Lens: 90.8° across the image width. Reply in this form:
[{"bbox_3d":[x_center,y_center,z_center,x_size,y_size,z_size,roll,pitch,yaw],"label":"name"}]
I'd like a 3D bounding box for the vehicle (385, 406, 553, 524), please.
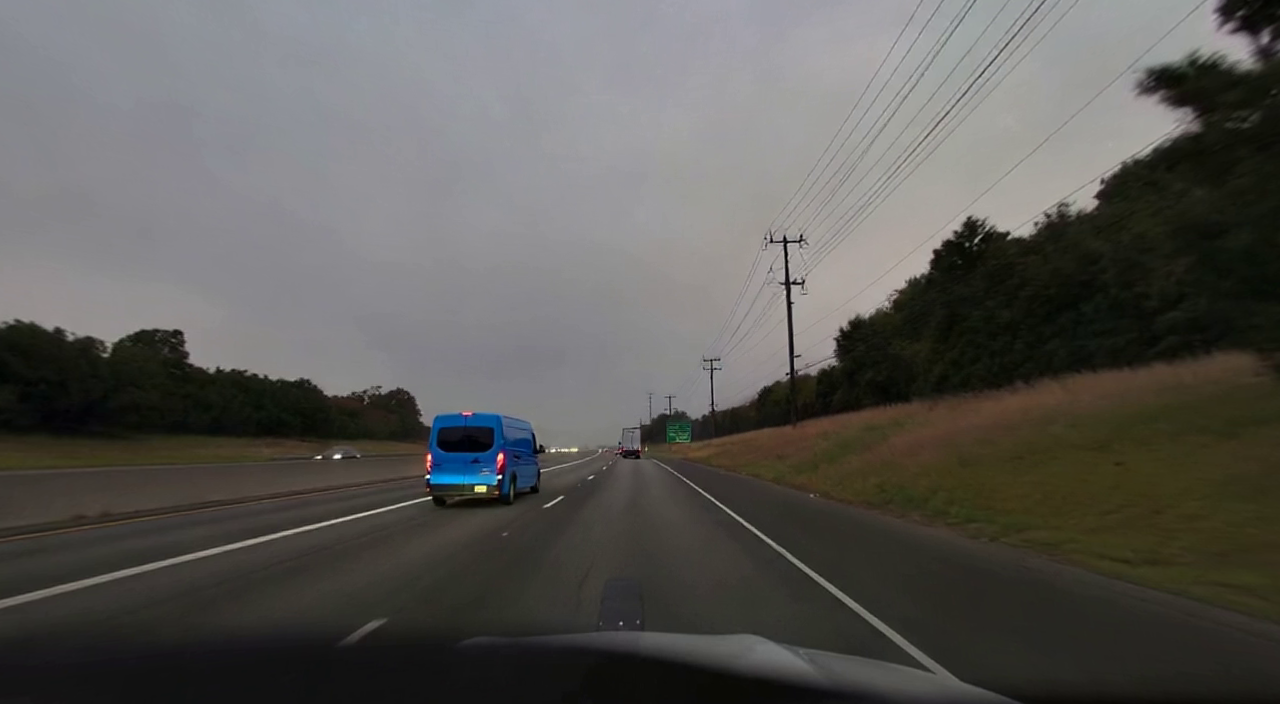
[{"bbox_3d":[-3.305,2.345,13.528,2.197,2.011,5.130,0,-9,-1],"label":"vehicle"}]
